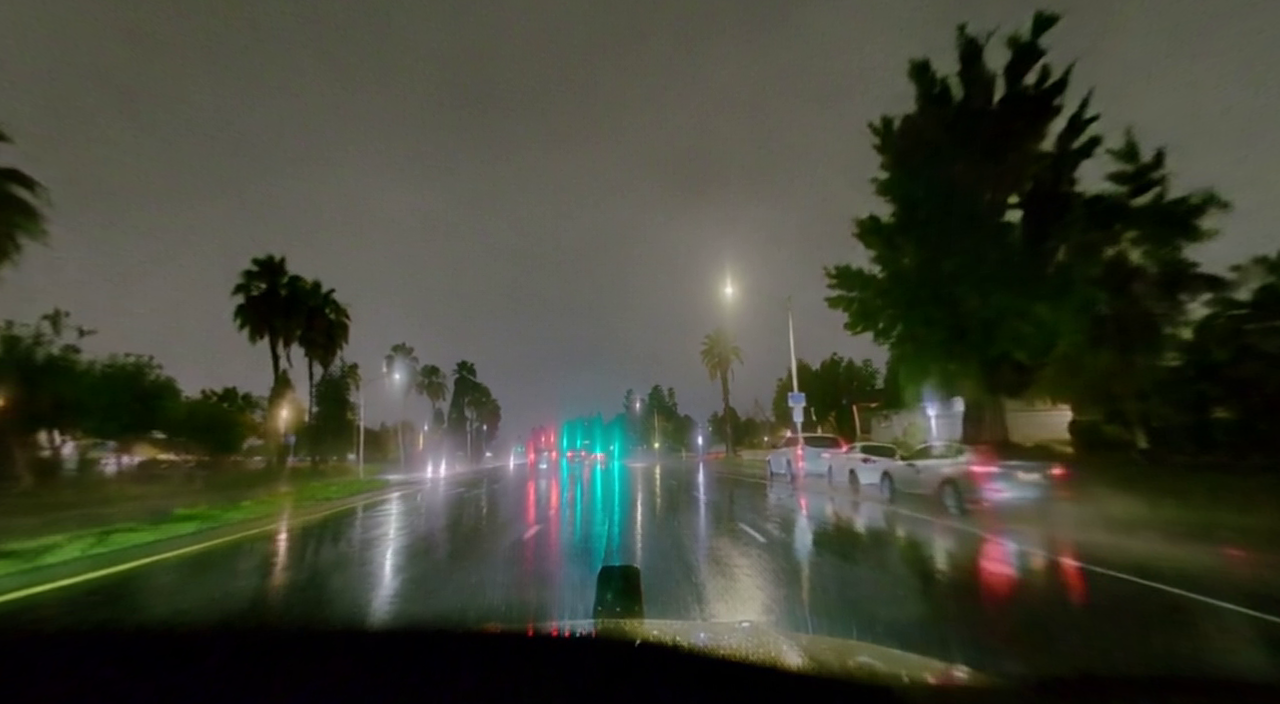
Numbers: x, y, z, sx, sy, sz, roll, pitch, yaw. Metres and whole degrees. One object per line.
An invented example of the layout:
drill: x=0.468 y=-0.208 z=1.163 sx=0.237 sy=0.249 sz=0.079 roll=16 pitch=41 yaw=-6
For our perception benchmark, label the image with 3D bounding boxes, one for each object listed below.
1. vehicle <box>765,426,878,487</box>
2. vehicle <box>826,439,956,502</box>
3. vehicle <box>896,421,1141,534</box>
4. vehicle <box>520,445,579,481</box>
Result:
vehicle: x=6.618 y=3.917 z=23.958 sx=2.418 sy=2.004 sz=6.128 roll=0 pitch=-8 yaw=0
vehicle: x=6.803 y=3.234 z=17.683 sx=1.814 sy=1.521 sz=4.215 roll=0 pitch=-8 yaw=-2
vehicle: x=6.672 y=2.241 z=11.865 sx=1.962 sy=1.725 sz=4.257 roll=0 pitch=-8 yaw=1
vehicle: x=-3.937 y=4.904 z=28.254 sx=2.108 sy=1.475 sz=4.555 roll=0 pitch=-8 yaw=-1
